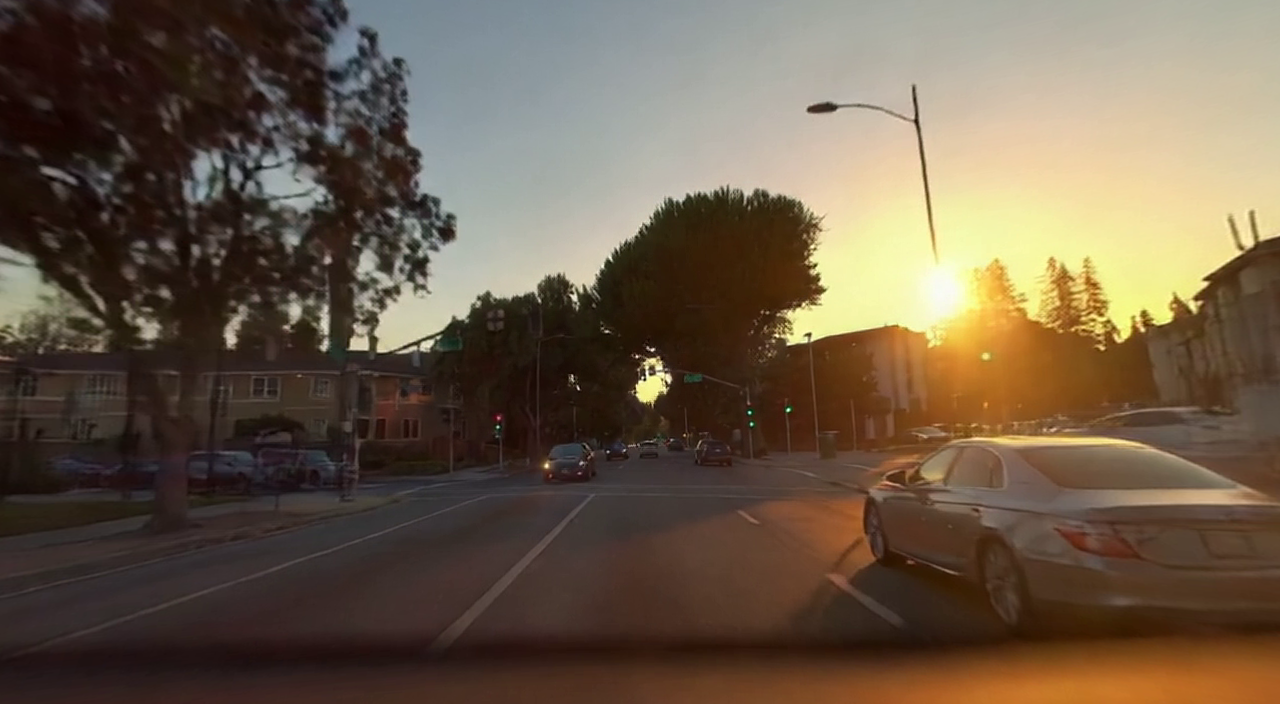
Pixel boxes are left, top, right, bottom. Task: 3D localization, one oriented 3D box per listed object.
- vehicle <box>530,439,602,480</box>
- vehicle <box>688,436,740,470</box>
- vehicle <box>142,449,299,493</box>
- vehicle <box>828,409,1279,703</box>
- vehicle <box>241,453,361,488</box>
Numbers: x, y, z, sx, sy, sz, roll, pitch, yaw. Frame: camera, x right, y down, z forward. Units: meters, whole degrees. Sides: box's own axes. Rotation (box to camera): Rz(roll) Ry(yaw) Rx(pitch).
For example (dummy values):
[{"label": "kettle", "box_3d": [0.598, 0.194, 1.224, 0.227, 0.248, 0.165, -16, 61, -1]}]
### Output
[{"label": "vehicle", "box_3d": [-3.238, 4.870, 28.811, 2.519, 1.689, 5.200, 0, -9, 1]}, {"label": "vehicle", "box_3d": [3.650, 5.135, 32.076, 2.035, 1.564, 4.719, 0, -9, -1]}, {"label": "vehicle", "box_3d": [-18.028, 5.119, 27.241, 5.361, 1.767, 2.179, -1, -9, 5]}, {"label": "vehicle", "box_3d": [3.308, 1.354, 5.072, 2.072, 1.471, 4.834, 0, -9, 0]}, {"label": "vehicle", "box_3d": [-16.148, 5.641, 30.145, 4.540, 1.546, 2.157, -2, -9, 8]}]
